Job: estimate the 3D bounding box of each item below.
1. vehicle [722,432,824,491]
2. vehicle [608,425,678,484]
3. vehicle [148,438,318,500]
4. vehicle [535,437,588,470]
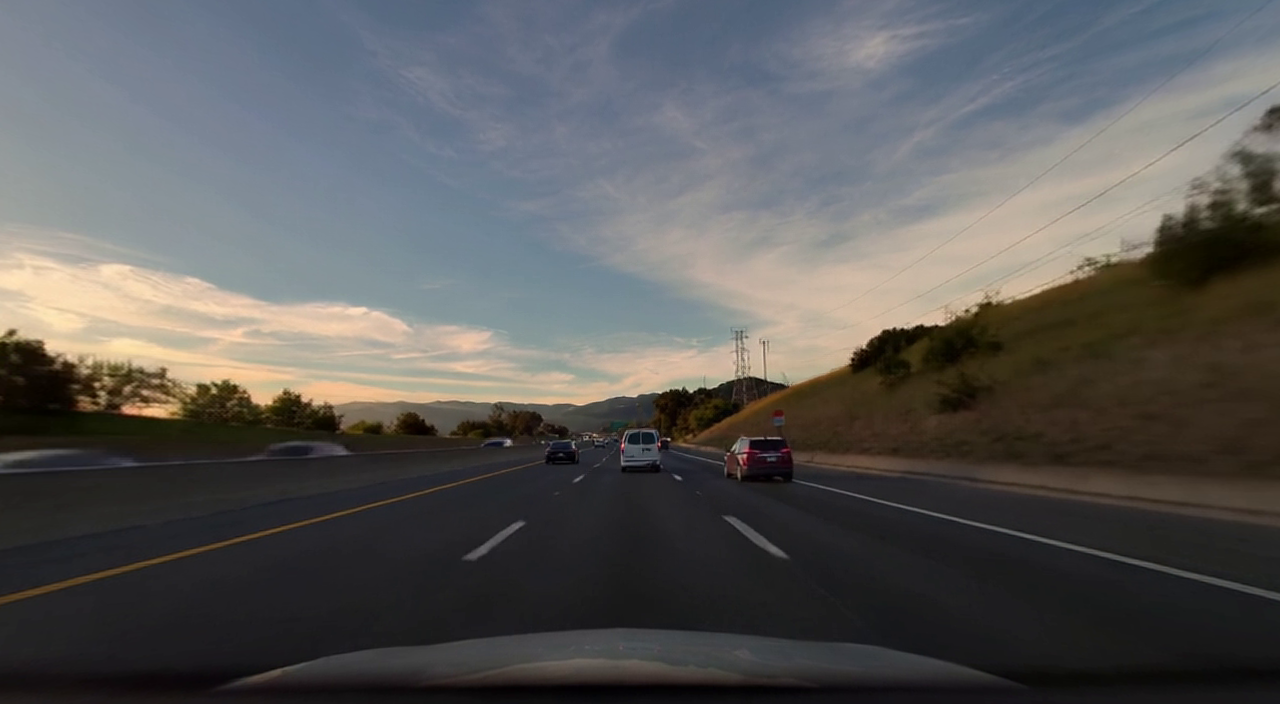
[{"bbox_3d":[3.889,3.255,19.348,1.923,1.562,4.691,0,-8,-3],"label":"vehicle"},{"bbox_3d":[0.054,3.471,21.682,2.159,1.811,4.238,0,-8,-1],"label":"vehicle"},{"bbox_3d":[-11.275,3.218,17.949,2.014,1.512,4.412,0,-8,-2],"label":"vehicle"},{"bbox_3d":[-3.794,4.992,31.414,2.093,1.517,4.648,0,-8,0],"label":"vehicle"}]
